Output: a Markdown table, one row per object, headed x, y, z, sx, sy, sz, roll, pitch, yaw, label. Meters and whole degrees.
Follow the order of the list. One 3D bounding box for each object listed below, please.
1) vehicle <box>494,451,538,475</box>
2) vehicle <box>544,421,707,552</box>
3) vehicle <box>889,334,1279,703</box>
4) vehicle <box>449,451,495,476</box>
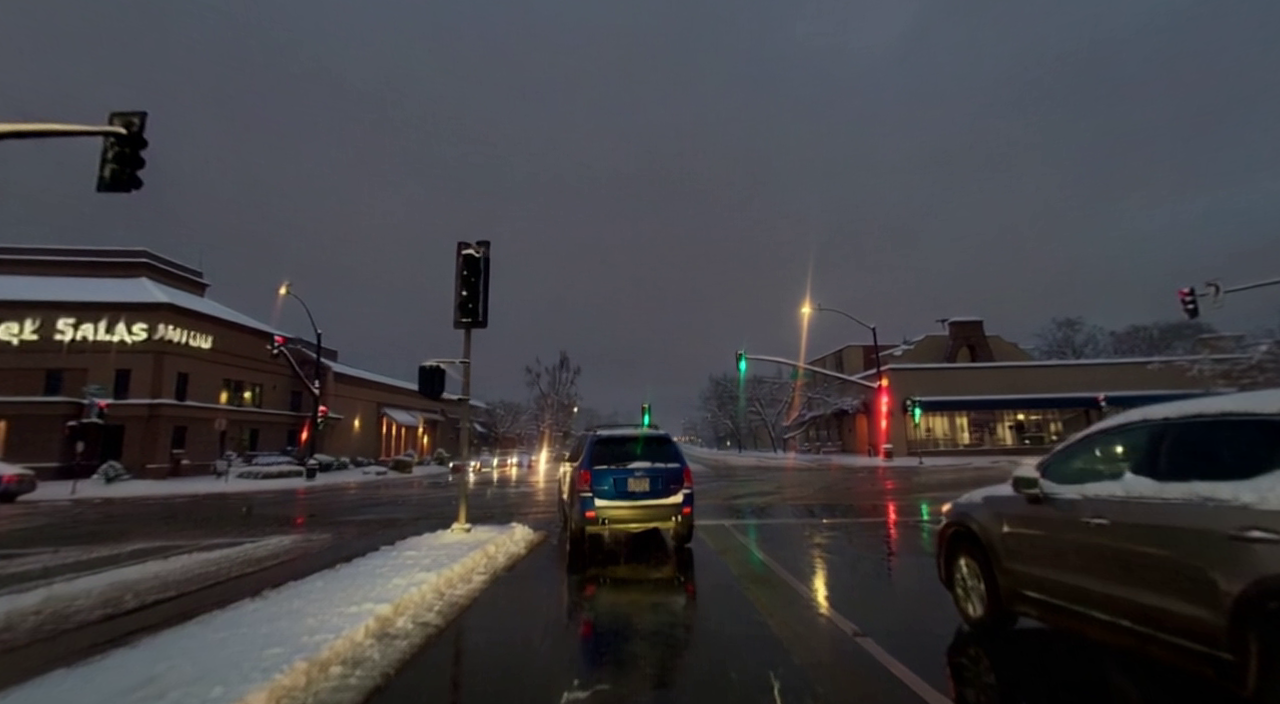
| x | y | z | sx | sy | sz | roll | pitch | yaw | label |
| --- | --- | --- | --- | --- | --- | --- | --- | --- | --- |
| -8.596 | 7.709 | 44.150 | 2.163 | 1.529 | 4.210 | -1 | -9 | 1 | vehicle |
| -0.396 | 2.175 | 10.966 | 2.238 | 1.762 | 4.445 | 1 | -9 | -5 | vehicle |
| 3.214 | 0.943 | 3.244 | 2.040 | 1.674 | 4.455 | 0 | -9 | 0 | vehicle |
| -11.857 | 7.869 | 44.818 | 2.005 | 1.596 | 4.342 | -1 | -9 | 1 | vehicle |
